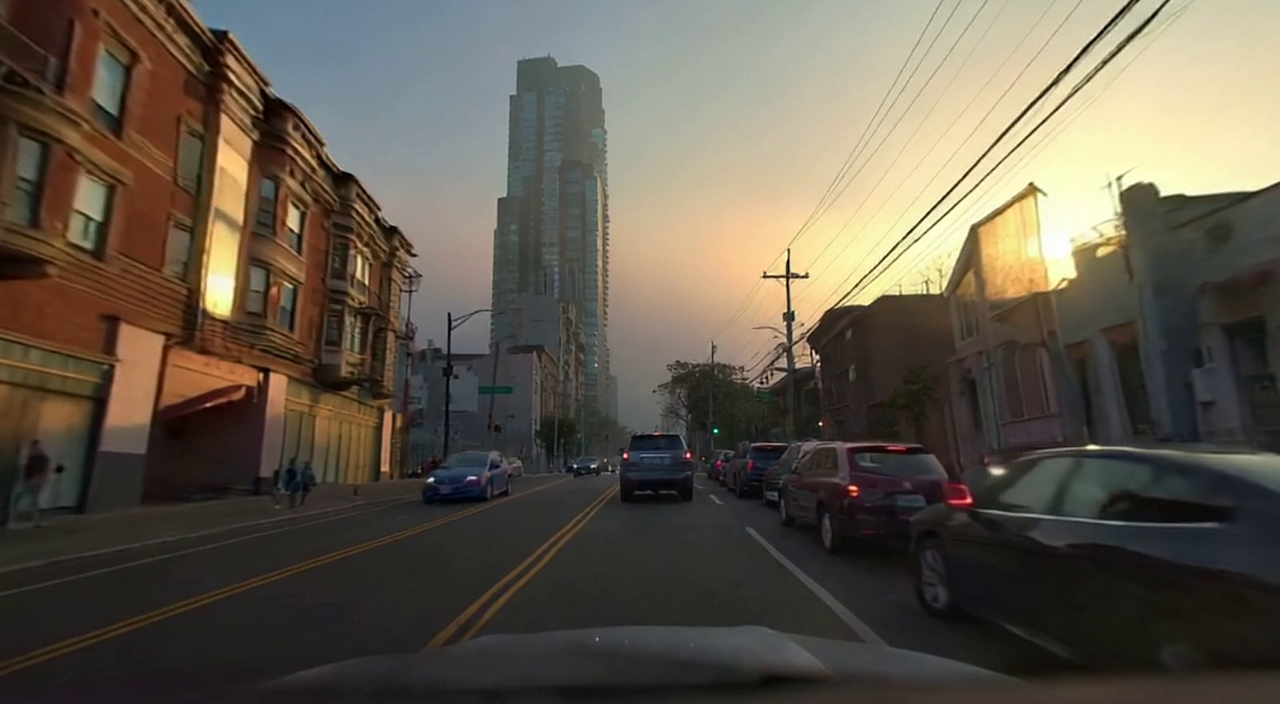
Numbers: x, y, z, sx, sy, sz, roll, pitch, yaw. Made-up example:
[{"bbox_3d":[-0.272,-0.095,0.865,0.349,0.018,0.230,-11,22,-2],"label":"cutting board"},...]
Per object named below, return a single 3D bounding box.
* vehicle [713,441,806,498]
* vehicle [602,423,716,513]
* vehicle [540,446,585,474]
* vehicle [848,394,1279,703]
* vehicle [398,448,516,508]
[{"bbox_3d":[3.364,3.368,18.534,1.970,1.452,4.227,-1,-8,1],"label":"vehicle"},{"bbox_3d":[0.385,2.580,14.453,2.232,1.736,4.036,0,-8,0],"label":"vehicle"},{"bbox_3d":[-5.020,7.025,41.377,2.215,1.703,4.614,-1,-8,2],"label":"vehicle"},{"bbox_3d":[3.127,1.144,3.786,2.116,1.487,4.988,0,-8,1],"label":"vehicle"},{"bbox_3d":[-5.123,3.562,18.391,1.966,1.470,4.528,-1,-8,2],"label":"vehicle"}]
